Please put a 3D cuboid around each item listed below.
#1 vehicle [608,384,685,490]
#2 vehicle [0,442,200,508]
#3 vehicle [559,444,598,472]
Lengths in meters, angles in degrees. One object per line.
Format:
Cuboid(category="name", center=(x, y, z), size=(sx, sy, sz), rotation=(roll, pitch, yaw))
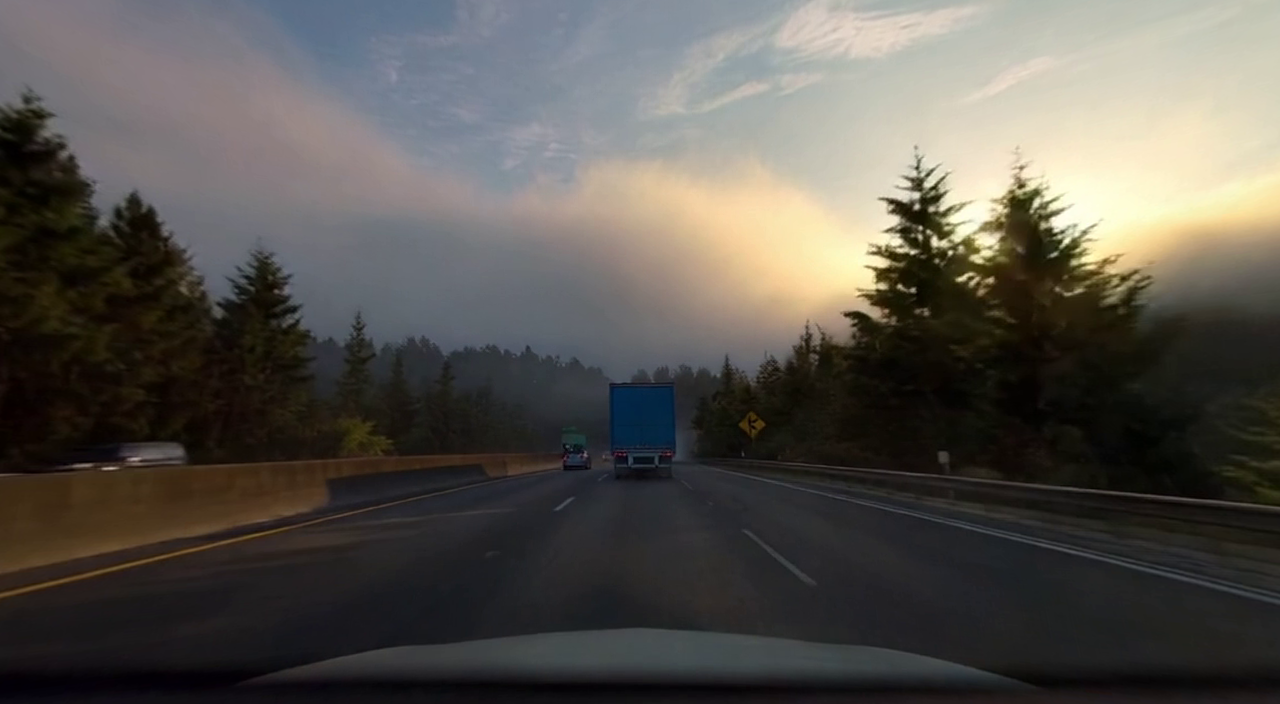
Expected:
Cuboid(category="vehicle", center=(0.337, 3.824, 27.747), size=(2.821, 3.878, 8.925), rotation=(0, -9, 1))
Cuboid(category="vehicle", center=(-16.463, 3.701, 19.481), size=(2.008, 1.748, 4.967), rotation=(0, -9, 1))
Cuboid(category="vehicle", center=(-3.886, 6.800, 40.568), size=(2.018, 1.632, 4.722), rotation=(0, -9, 1))
